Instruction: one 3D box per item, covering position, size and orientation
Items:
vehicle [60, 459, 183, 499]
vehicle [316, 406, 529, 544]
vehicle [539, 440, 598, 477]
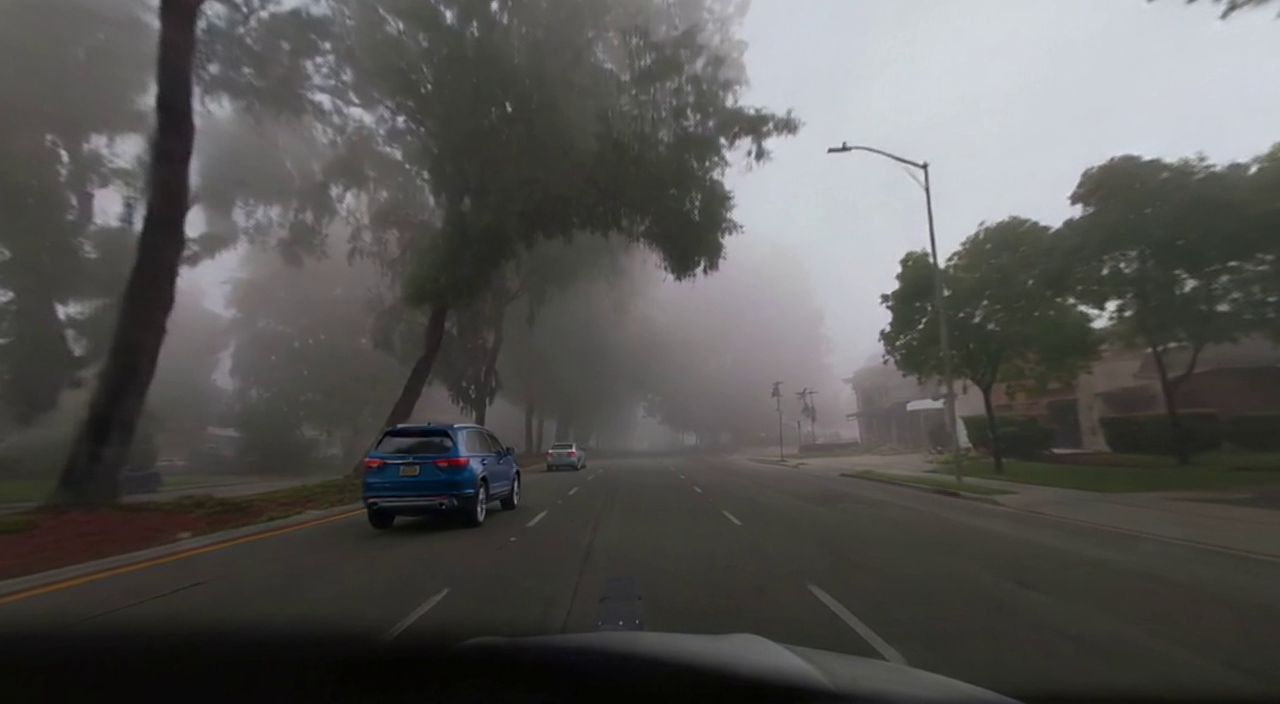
[{"bbox_3d":[-22.768,5.569,28.011,1.741,1.505,4.346,0,-8,0],"label":"vehicle"},{"bbox_3d":[-3.267,1.944,10.629,2.042,1.817,4.364,0,-8,0],"label":"vehicle"},{"bbox_3d":[-3.077,4.647,27.969,2.069,1.470,4.601,0,-8,0],"label":"vehicle"}]
